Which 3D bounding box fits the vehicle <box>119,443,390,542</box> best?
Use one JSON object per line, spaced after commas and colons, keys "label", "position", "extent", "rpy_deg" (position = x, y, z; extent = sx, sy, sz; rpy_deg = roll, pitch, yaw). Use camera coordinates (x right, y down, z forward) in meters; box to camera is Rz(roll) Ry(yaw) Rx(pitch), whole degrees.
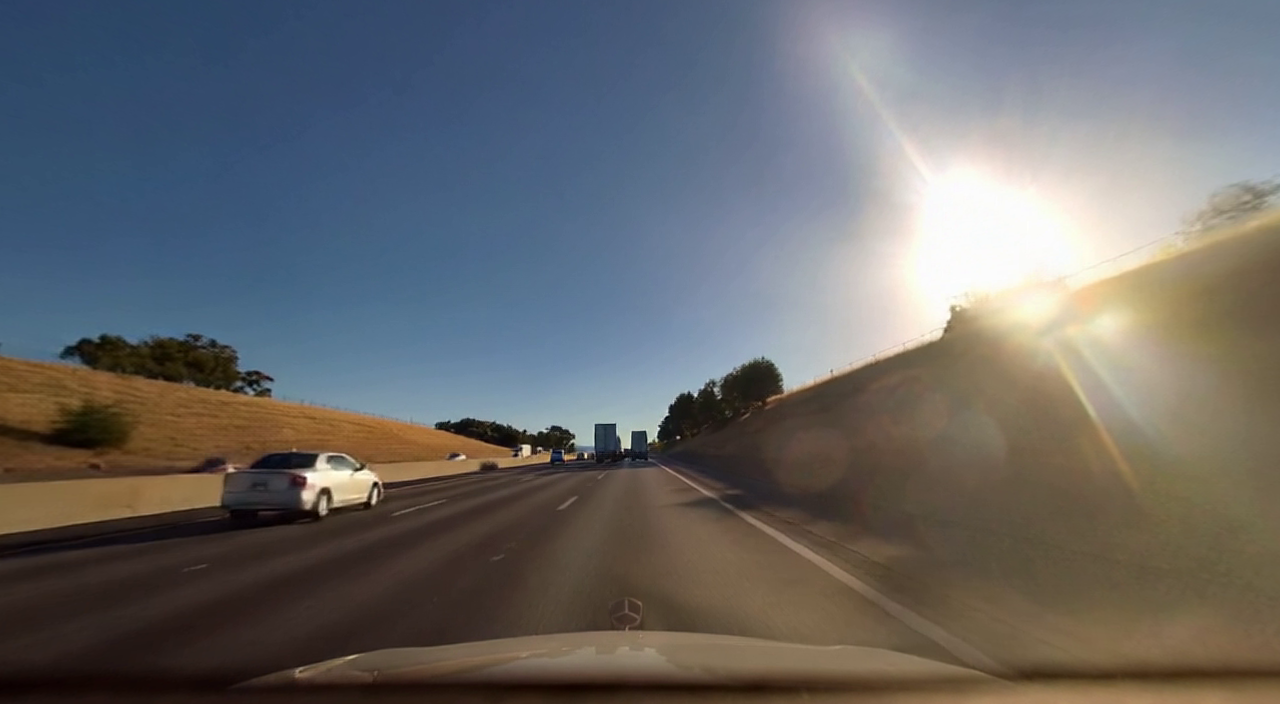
{"label": "vehicle", "position": [-6.850, 2.532, 12.120], "extent": [2.036, 1.474, 5.011], "rpy_deg": [0, -9, 0]}
